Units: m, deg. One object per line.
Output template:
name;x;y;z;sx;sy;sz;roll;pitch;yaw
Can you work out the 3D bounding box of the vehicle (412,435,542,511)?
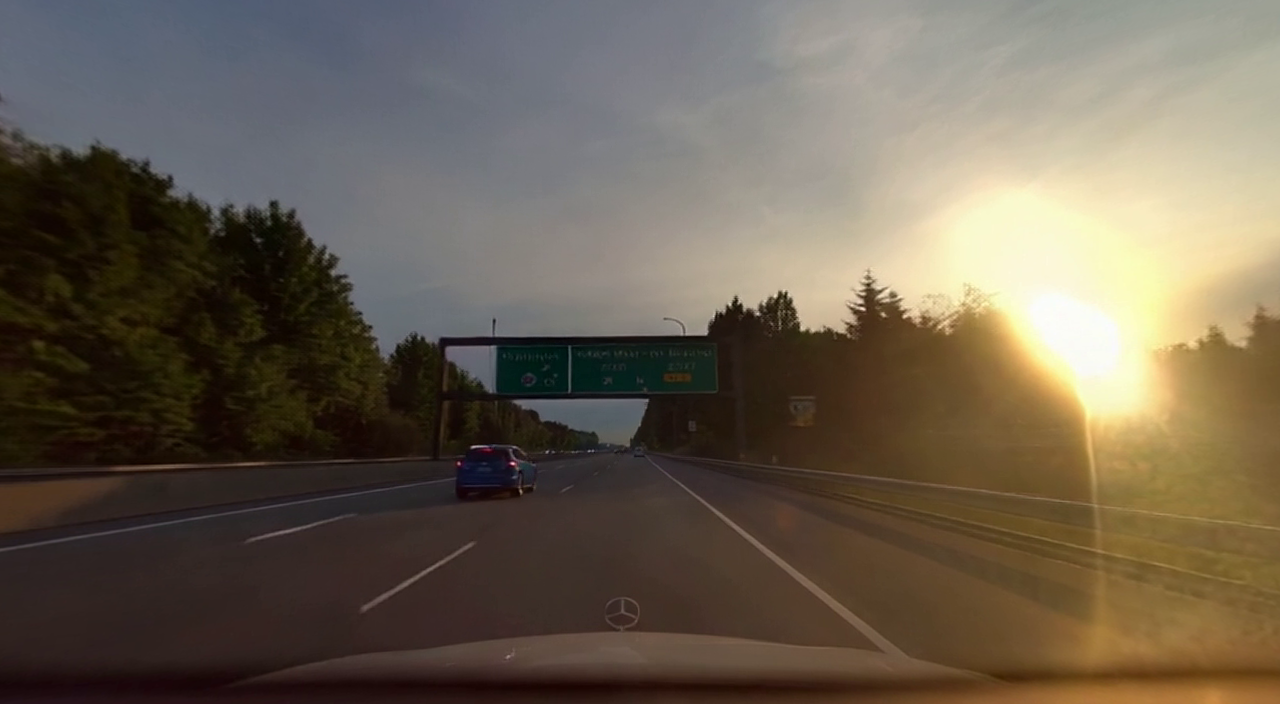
vehicle;-3.912;2.979;15.951;2.104;1.626;4.283;-1;-9;1
